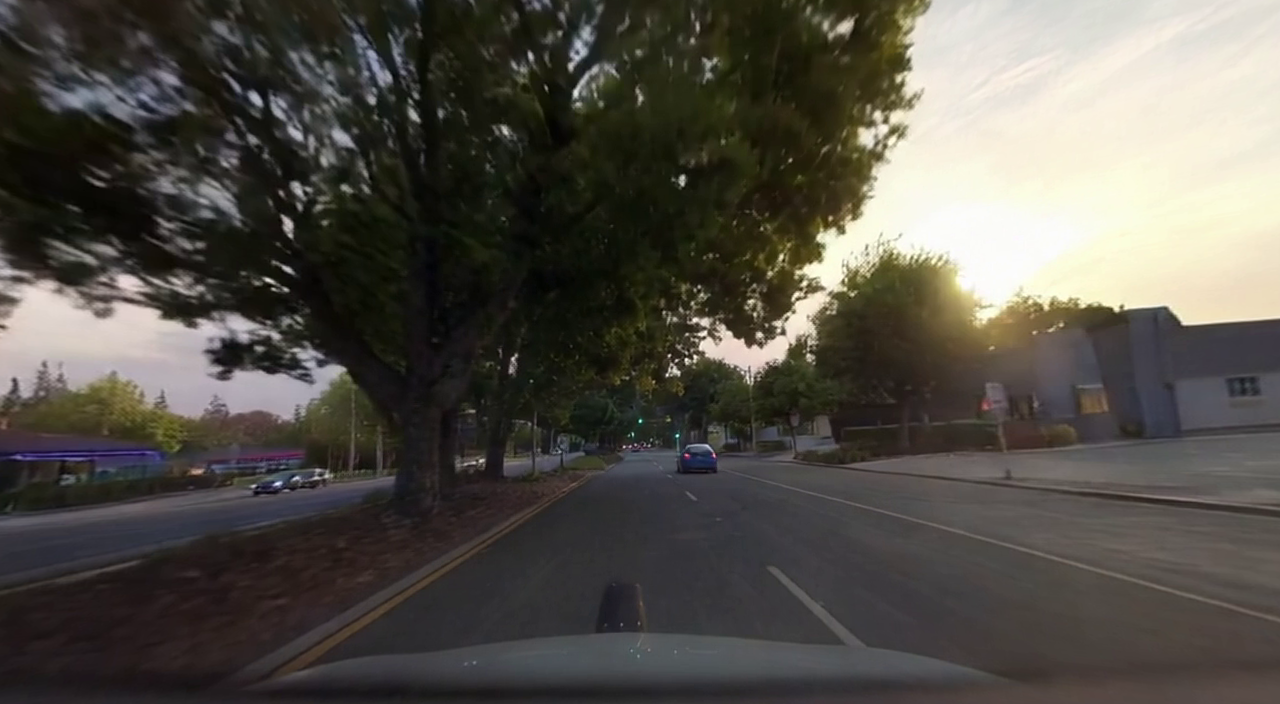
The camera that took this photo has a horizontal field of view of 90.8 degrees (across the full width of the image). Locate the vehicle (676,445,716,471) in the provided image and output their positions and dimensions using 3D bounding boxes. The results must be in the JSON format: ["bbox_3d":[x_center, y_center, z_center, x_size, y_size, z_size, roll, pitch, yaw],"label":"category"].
[{"bbox_3d":[3.247,6.236,37.382,1.929,1.411,4.284,0,-8,-1],"label":"vehicle"}]
